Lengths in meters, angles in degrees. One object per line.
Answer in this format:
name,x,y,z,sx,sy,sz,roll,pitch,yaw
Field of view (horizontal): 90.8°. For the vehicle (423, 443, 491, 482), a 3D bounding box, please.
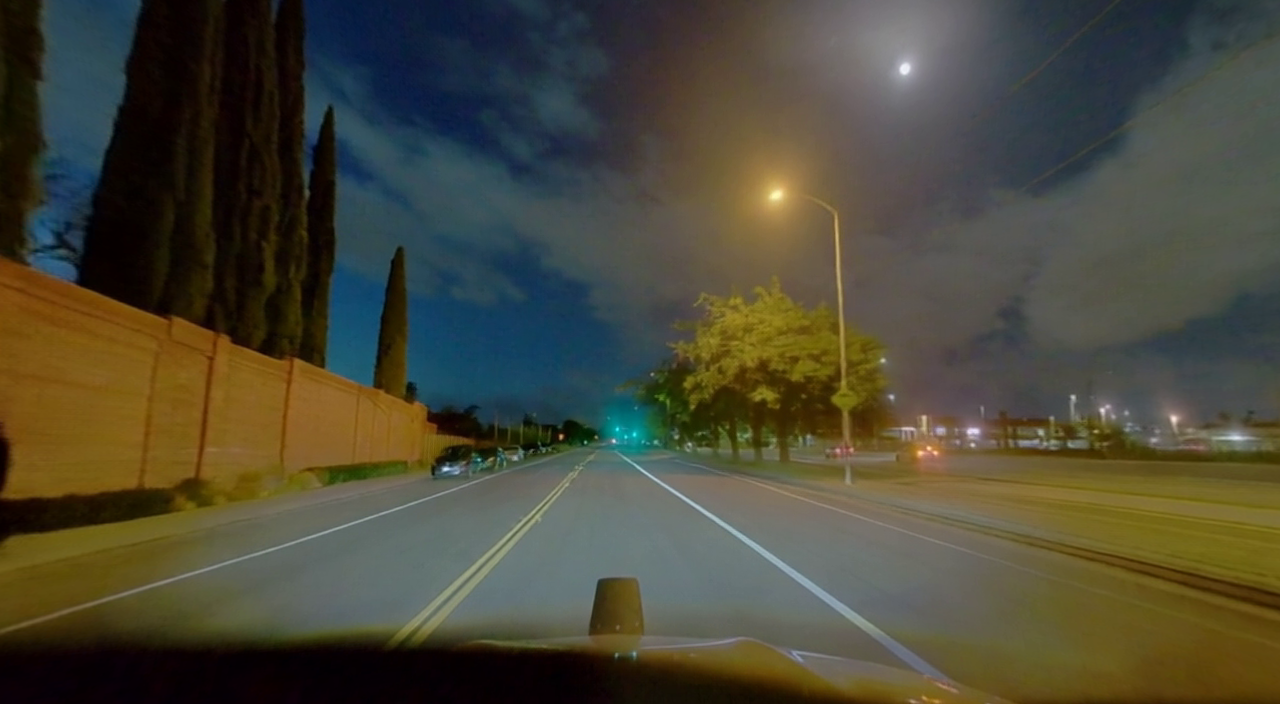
vehicle,-8.088,4.902,28.359,1.899,1.485,4.593,2,-8,-3
